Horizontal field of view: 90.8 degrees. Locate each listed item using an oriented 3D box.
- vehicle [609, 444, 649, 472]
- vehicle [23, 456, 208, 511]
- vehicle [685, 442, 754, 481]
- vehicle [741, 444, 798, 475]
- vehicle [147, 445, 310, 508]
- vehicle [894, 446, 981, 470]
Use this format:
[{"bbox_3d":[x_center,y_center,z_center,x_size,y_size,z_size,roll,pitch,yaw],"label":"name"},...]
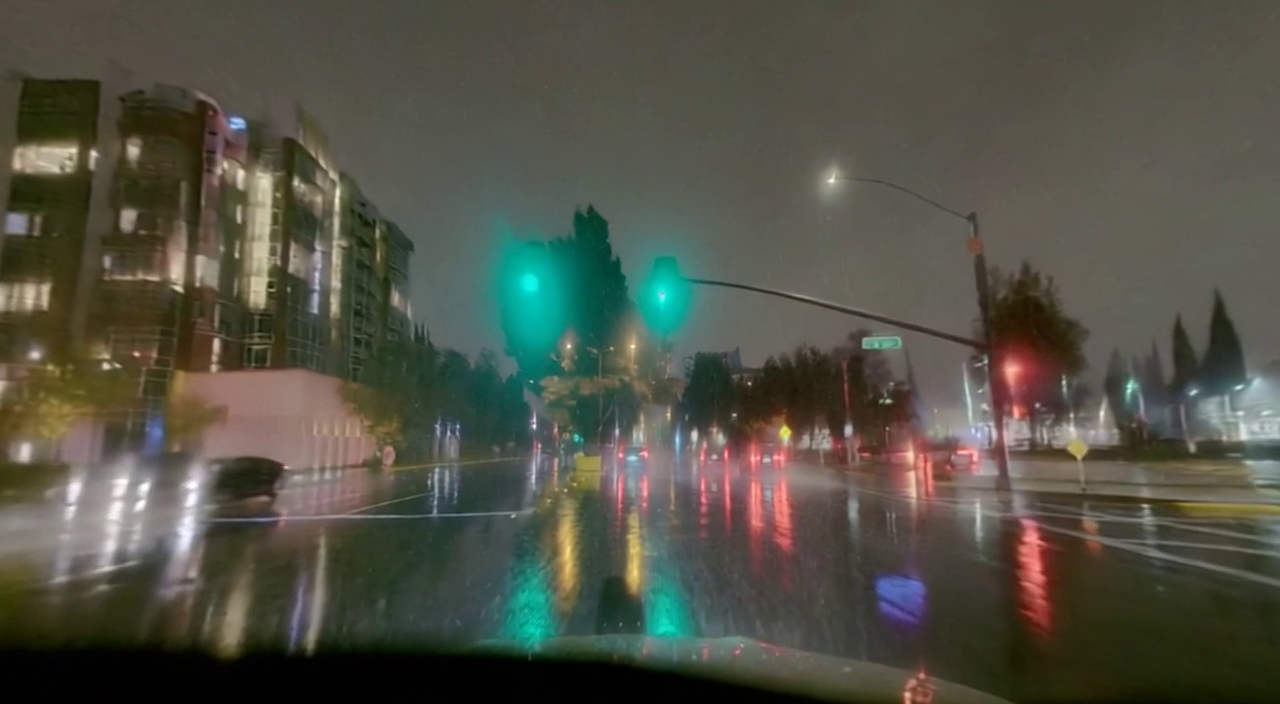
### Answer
[{"bbox_3d":[-0.642,6.105,36.639,2.143,1.480,4.006,0,-8,-1],"label":"vehicle"},{"bbox_3d":[-16.429,4.092,20.172,2.075,1.465,4.443,0,-8,0],"label":"vehicle"},{"bbox_3d":[3.252,4.604,26.864,2.226,1.490,4.593,0,-8,-2],"label":"vehicle"},{"bbox_3d":[6.564,5.472,32.524,1.861,1.473,4.393,0,-8,-2],"label":"vehicle"},{"bbox_3d":[-12.347,3.718,19.409,2.004,1.669,4.487,0,-8,0],"label":"vehicle"},{"bbox_3d":[19.435,6.941,41.423,4.712,1.460,1.893,0,-9,-3],"label":"vehicle"}]
